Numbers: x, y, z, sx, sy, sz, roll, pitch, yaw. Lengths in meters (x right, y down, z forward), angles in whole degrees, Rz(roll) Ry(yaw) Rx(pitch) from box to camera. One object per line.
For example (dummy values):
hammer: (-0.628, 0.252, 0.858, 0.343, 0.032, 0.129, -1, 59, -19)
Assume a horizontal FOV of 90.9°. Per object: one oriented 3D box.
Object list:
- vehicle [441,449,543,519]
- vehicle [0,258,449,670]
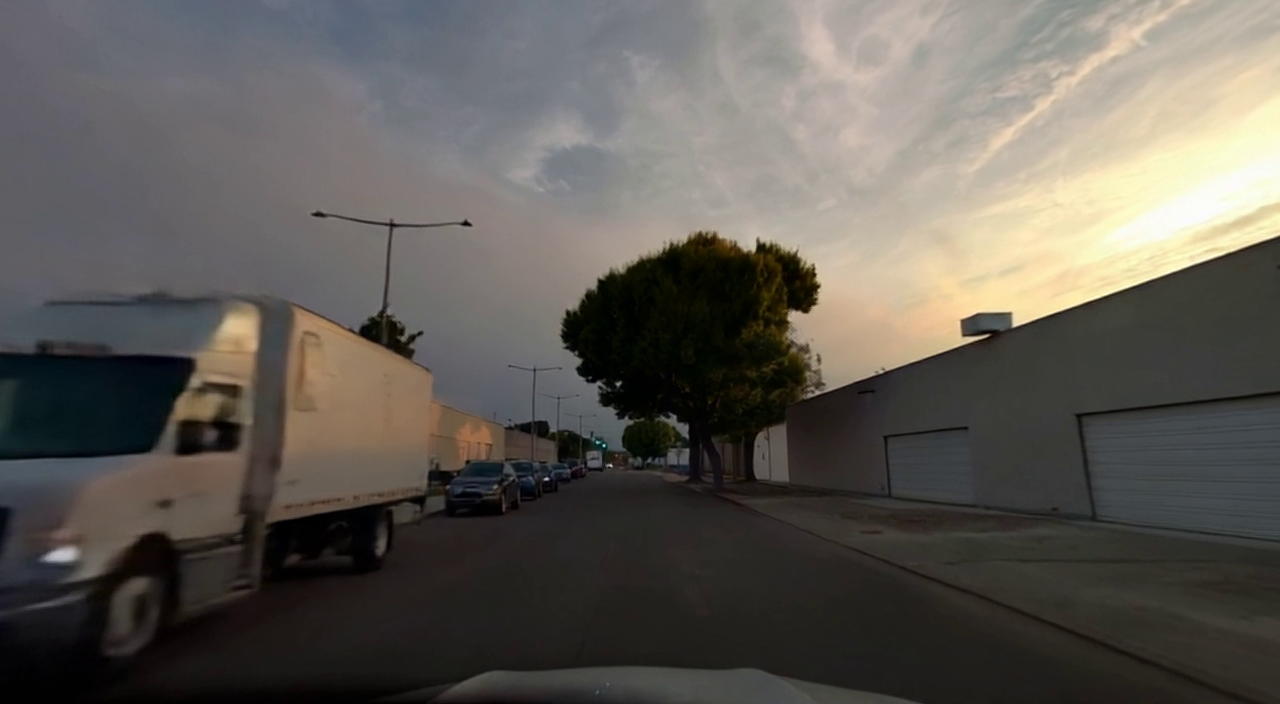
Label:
vehicle: (-4.113, 3.701, 18.259, 1.886, 1.640, 4.311, 2, -8, -1)
vehicle: (-4.045, 1.188, 7.005, 2.242, 2.726, 5.581, 1, -10, -3)
